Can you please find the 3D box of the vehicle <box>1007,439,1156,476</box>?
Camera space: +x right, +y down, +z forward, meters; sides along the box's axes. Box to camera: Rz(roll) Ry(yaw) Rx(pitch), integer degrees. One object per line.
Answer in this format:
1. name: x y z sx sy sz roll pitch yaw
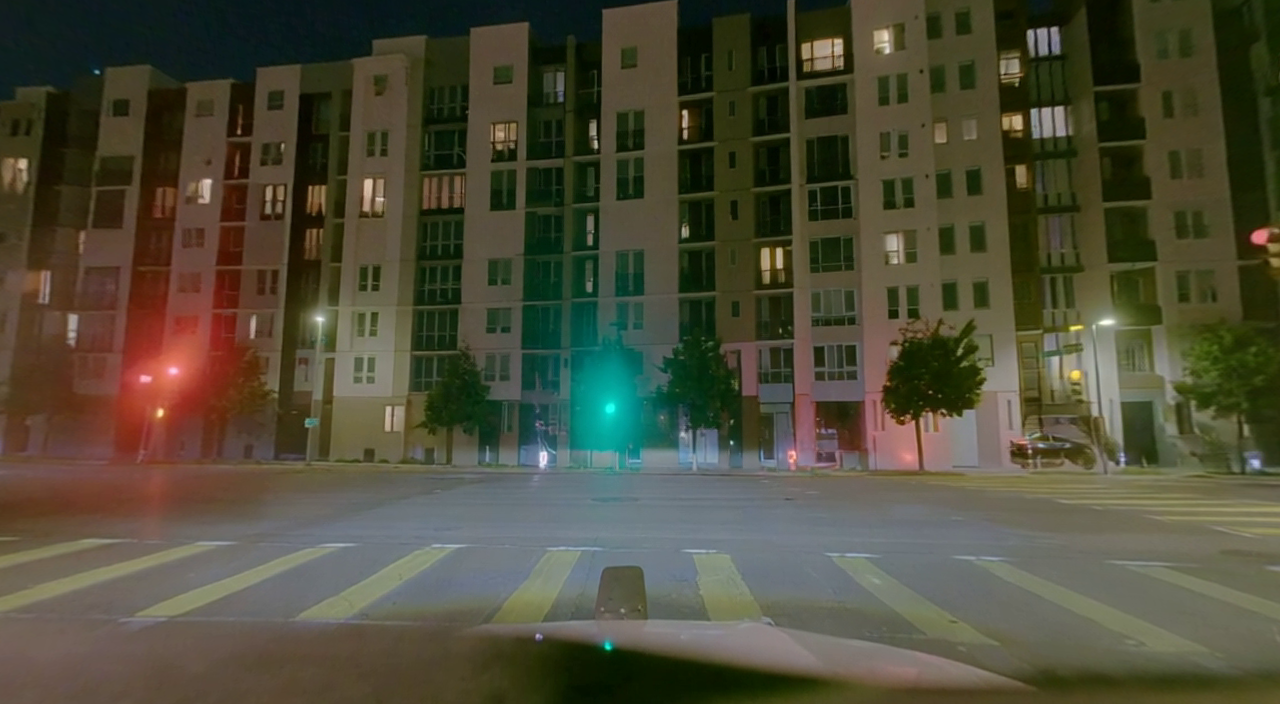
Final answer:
1. vehicle: 18.577 4.462 26.700 4.823 1.458 1.914 0 -9 -1
